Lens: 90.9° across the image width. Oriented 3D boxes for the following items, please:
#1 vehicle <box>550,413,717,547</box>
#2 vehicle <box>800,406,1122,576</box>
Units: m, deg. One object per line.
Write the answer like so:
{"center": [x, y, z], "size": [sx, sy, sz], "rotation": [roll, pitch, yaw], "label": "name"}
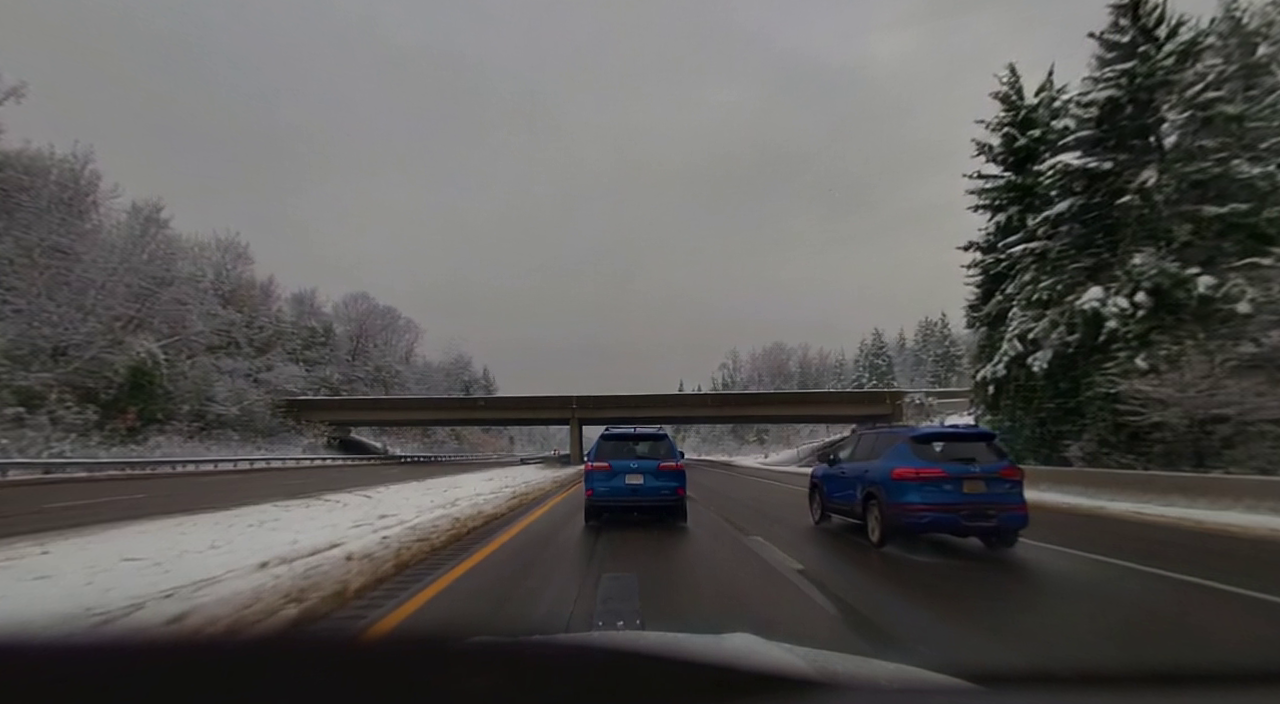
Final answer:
{"center": [-0.106, 2.070, 10.742], "size": [2.288, 1.823, 4.059], "rotation": [0, -9, 0], "label": "vehicle"}
{"center": [3.950, 1.808, 8.955], "size": [2.043, 1.767, 4.620], "rotation": [0, -9, -1], "label": "vehicle"}
